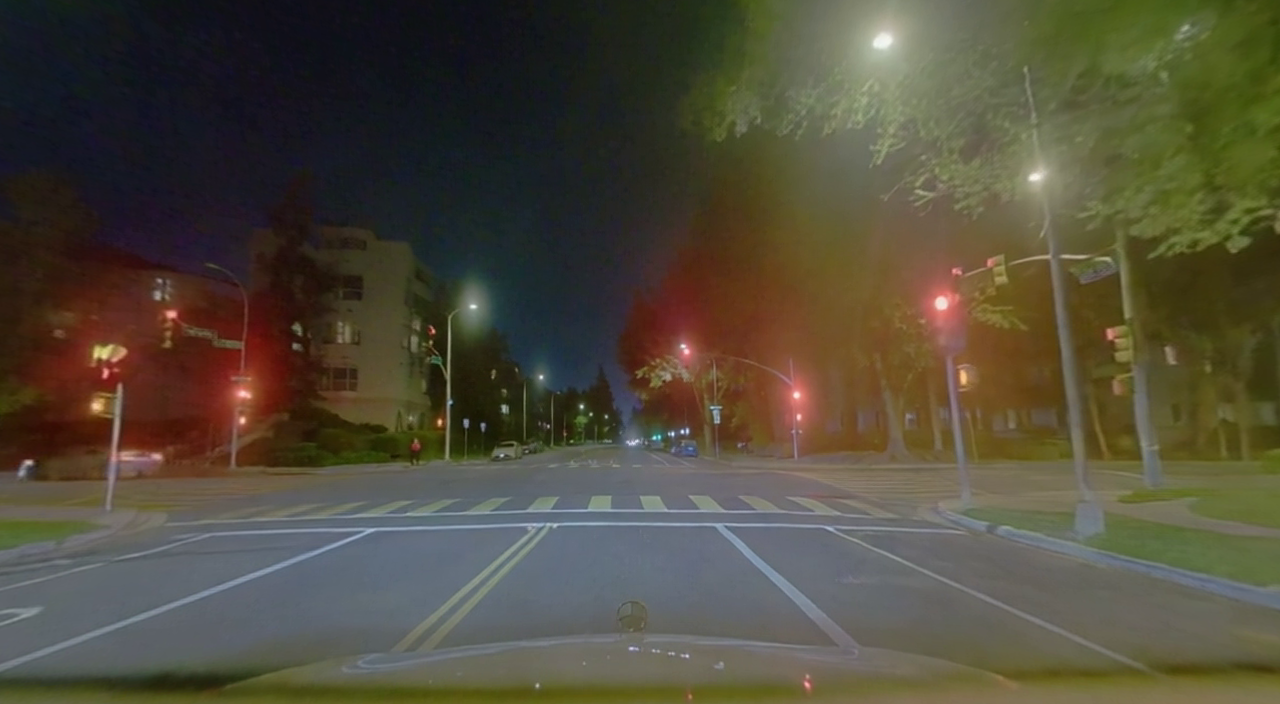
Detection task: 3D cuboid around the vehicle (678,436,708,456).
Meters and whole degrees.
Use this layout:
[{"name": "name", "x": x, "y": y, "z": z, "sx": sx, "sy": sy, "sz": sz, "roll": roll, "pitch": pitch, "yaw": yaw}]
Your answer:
[{"name": "vehicle", "x": 4.110, "y": 7.430, "z": 49.676, "sx": 1.987, "sy": 1.466, "sz": 4.389, "roll": 0, "pitch": -8, "yaw": 0}]

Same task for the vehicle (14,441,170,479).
[{"name": "vehicle", "x": -22.582, "y": 4.442, "z": 26.097, "sx": 4.606, "sy": 1.452, "sz": 1.917, "roll": 0, "pitch": -8, "yaw": -1}]
